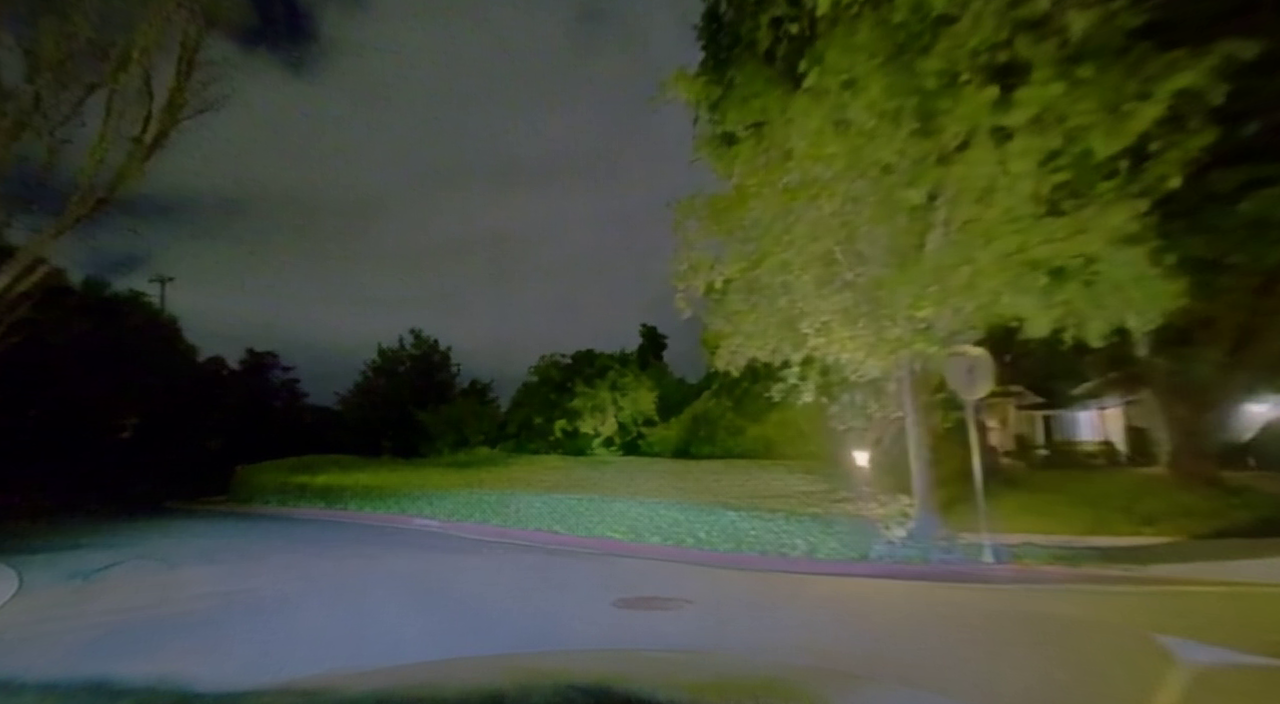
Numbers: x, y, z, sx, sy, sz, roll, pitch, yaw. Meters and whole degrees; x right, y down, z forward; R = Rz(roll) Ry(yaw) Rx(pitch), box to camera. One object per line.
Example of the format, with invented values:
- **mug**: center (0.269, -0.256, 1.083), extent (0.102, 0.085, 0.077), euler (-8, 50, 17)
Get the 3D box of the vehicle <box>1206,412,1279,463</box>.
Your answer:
- **vehicle**: center (20.767, 2.827, 20.670), extent (1.802, 1.548, 3.501), euler (-2, -9, 15)
